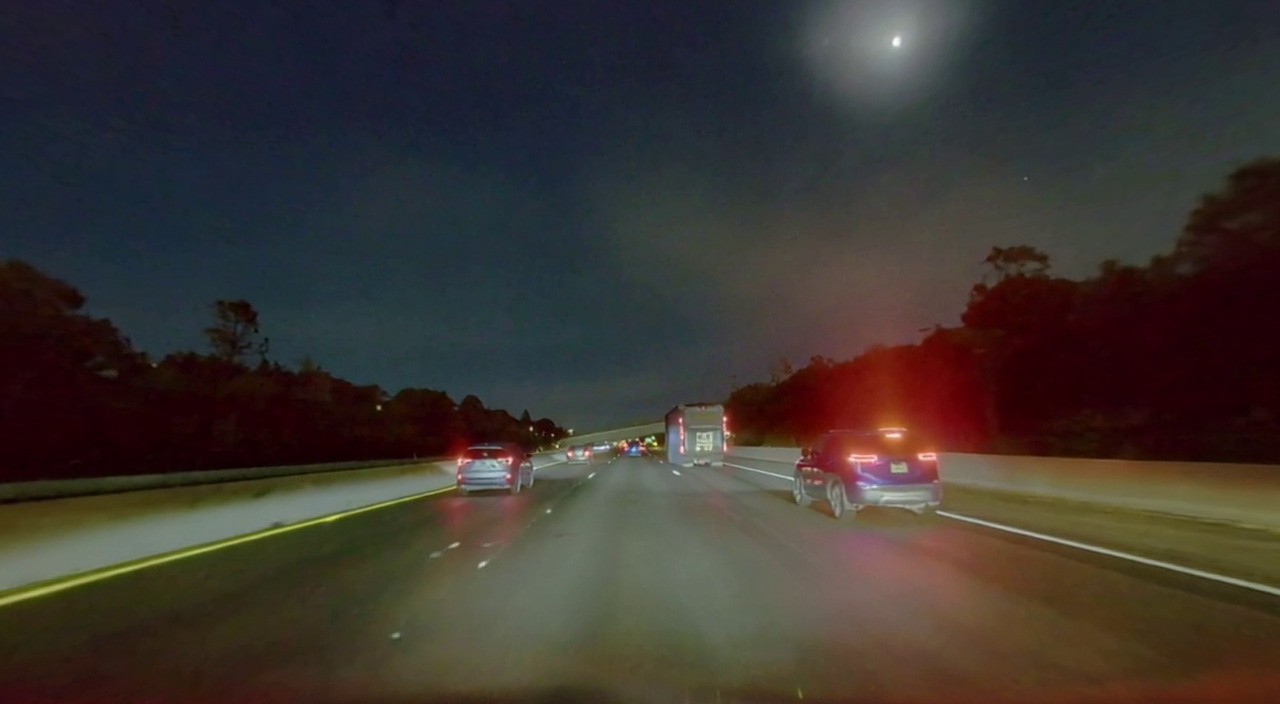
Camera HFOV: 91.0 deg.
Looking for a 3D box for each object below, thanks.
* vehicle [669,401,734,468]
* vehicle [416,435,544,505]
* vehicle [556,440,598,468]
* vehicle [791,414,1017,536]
[{"bbox_3d":[3.627,5.319,40.241,2.824,3.585,11.410,-1,-8,-1],"label":"vehicle"},{"bbox_3d":[-3.885,2.942,16.232,2.122,1.486,4.532,-1,-8,0],"label":"vehicle"},{"bbox_3d":[-3.607,5.896,36.717,2.064,1.479,4.370,-1,-8,-1],"label":"vehicle"},{"bbox_3d":[4.114,1.978,10.717,2.001,1.625,4.088,-1,-8,-1],"label":"vehicle"}]
